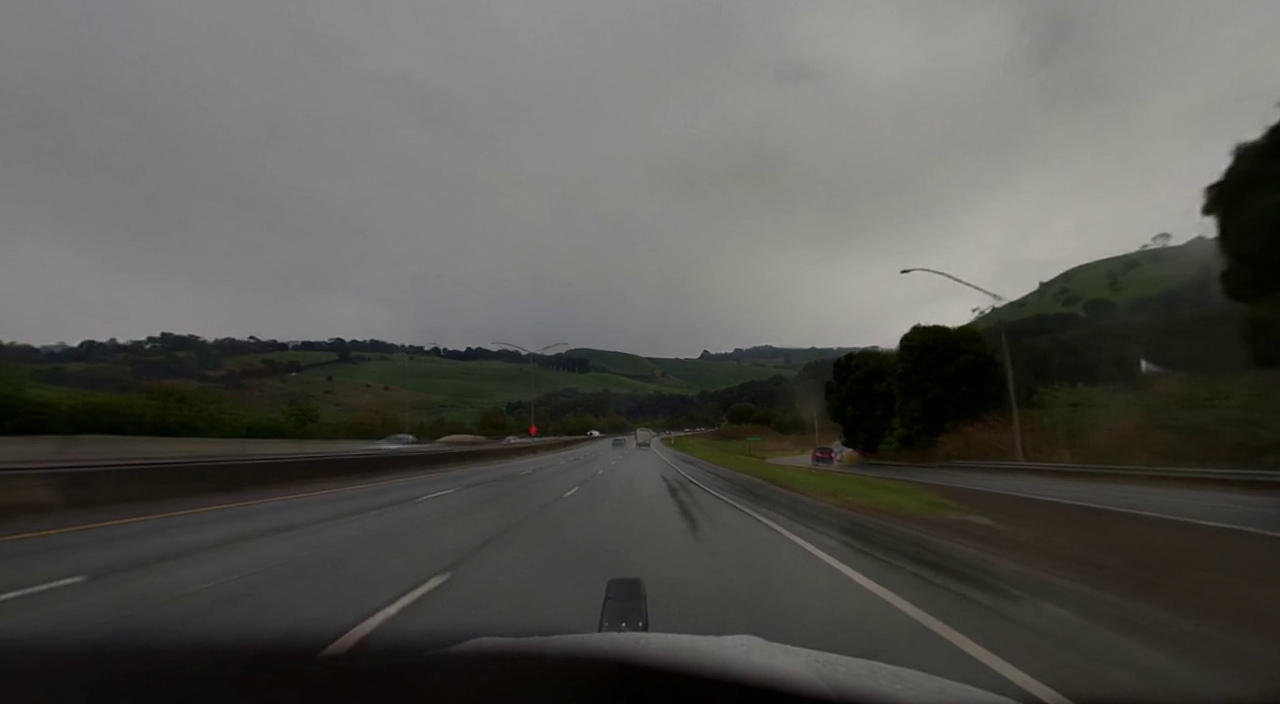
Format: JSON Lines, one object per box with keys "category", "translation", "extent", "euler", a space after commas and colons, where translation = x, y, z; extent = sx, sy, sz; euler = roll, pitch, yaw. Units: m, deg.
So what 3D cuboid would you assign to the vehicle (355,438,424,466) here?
{"category": "vehicle", "translation": [-16.741, 6.728, 42.511], "extent": [2.236, 1.754, 5.703], "euler": [0, -9, 1]}
